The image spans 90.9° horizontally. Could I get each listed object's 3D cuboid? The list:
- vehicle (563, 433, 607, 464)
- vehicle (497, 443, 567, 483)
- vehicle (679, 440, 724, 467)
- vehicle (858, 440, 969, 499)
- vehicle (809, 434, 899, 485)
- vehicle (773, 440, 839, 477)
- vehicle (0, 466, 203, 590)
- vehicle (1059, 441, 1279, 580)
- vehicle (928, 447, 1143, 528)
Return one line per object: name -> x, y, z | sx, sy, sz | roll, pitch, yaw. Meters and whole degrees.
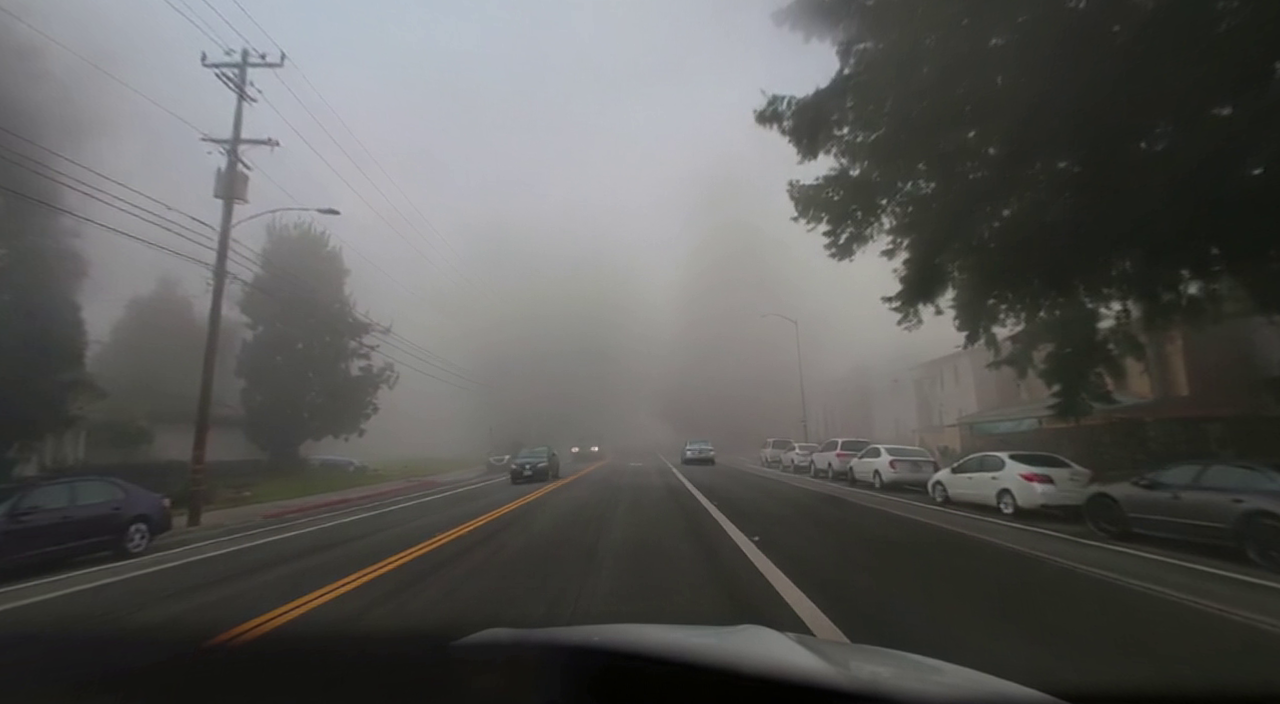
vehicle -> -3.913, 6.986, 45.892 | 2.435, 2.069, 5.772 | -1, -8, 2
vehicle -> -4.280, 4.446, 25.644 | 1.989, 1.474, 4.112 | 0, -8, 2
vehicle -> 3.536, 5.956, 37.199 | 2.059, 1.489, 4.629 | 0, -8, -2
vehicle -> 8.066, 3.470, 18.998 | 1.836, 1.500, 3.630 | 3, -8, 2
vehicle -> 8.049, 4.090, 24.237 | 1.879, 1.765, 4.339 | 0, -8, -1
vehicle -> 7.767, 5.009, 29.917 | 1.862, 1.492, 4.571 | 2, -8, 0
vehicle -> -9.352, 2.544, 9.496 | 2.117, 1.474, 4.740 | 0, -8, 0
vehicle -> 7.884, 1.877, 7.988 | 2.093, 1.472, 4.434 | 0, -8, 0
vehicle -> 7.954, 2.712, 13.283 | 1.787, 1.402, 4.271 | 0, -8, 1
